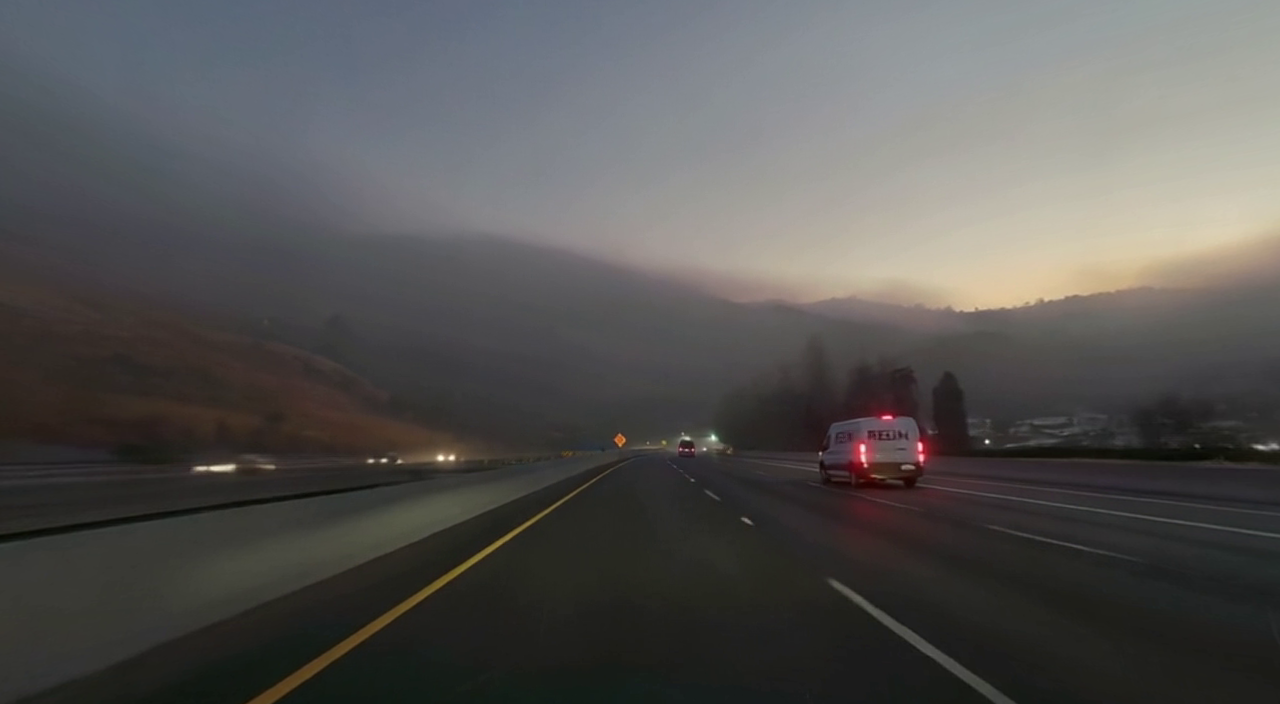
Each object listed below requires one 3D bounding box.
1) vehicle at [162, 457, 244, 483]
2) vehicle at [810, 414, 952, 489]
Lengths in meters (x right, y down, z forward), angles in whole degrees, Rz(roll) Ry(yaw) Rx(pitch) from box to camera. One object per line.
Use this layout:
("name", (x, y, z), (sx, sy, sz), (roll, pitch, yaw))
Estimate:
("vehicle", (-28.473, 7.688, 41.300), (1.902, 1.483, 4.762), (0, -8, 1))
("vehicle", (7.386, 3.131, 20.145), (2.275, 2.059, 5.543), (0, -8, 0))
